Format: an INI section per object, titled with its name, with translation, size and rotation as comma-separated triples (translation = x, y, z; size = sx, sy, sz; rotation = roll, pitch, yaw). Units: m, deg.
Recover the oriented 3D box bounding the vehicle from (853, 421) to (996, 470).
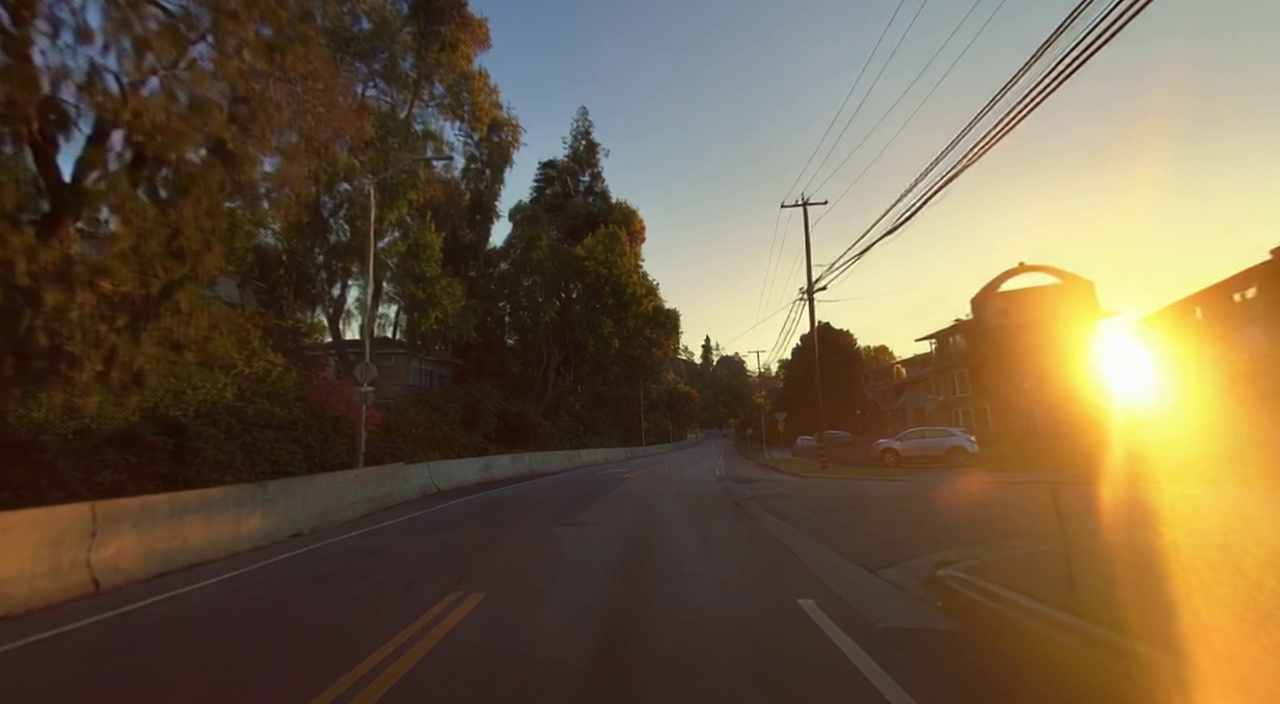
[vehicle]
translation = 10.862, 3.600, 24.354
size = 4.614, 1.764, 1.860
rotation = 0, -8, 6
